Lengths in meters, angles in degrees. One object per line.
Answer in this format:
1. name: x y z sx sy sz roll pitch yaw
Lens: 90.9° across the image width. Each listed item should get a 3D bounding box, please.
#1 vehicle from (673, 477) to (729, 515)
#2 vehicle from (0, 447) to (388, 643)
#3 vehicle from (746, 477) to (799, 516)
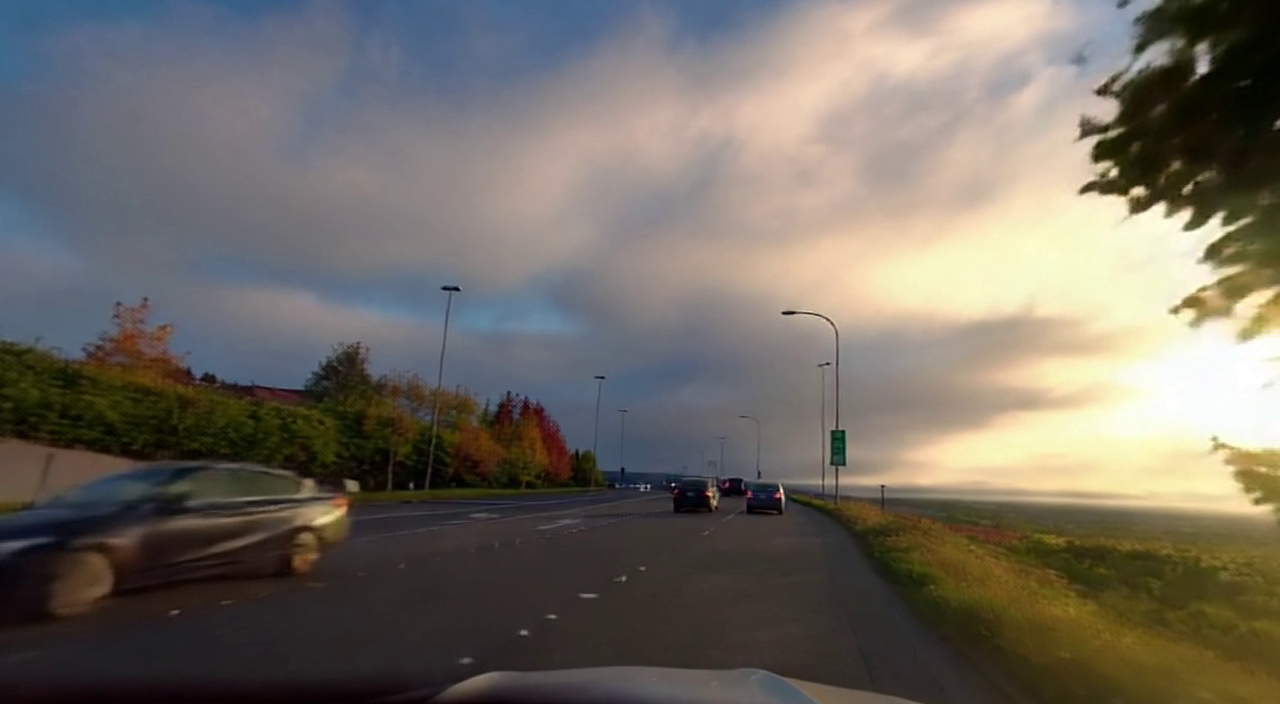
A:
1. vehicle: 2.899 6.527 28.931 2.030 1.441 4.806 -1 -11 12
2. vehicle: -5.432 1.952 7.403 2.107 1.502 4.705 -1 -11 15
3. vehicle: 5.941 6.412 28.219 2.129 1.471 4.258 -1 -11 12
